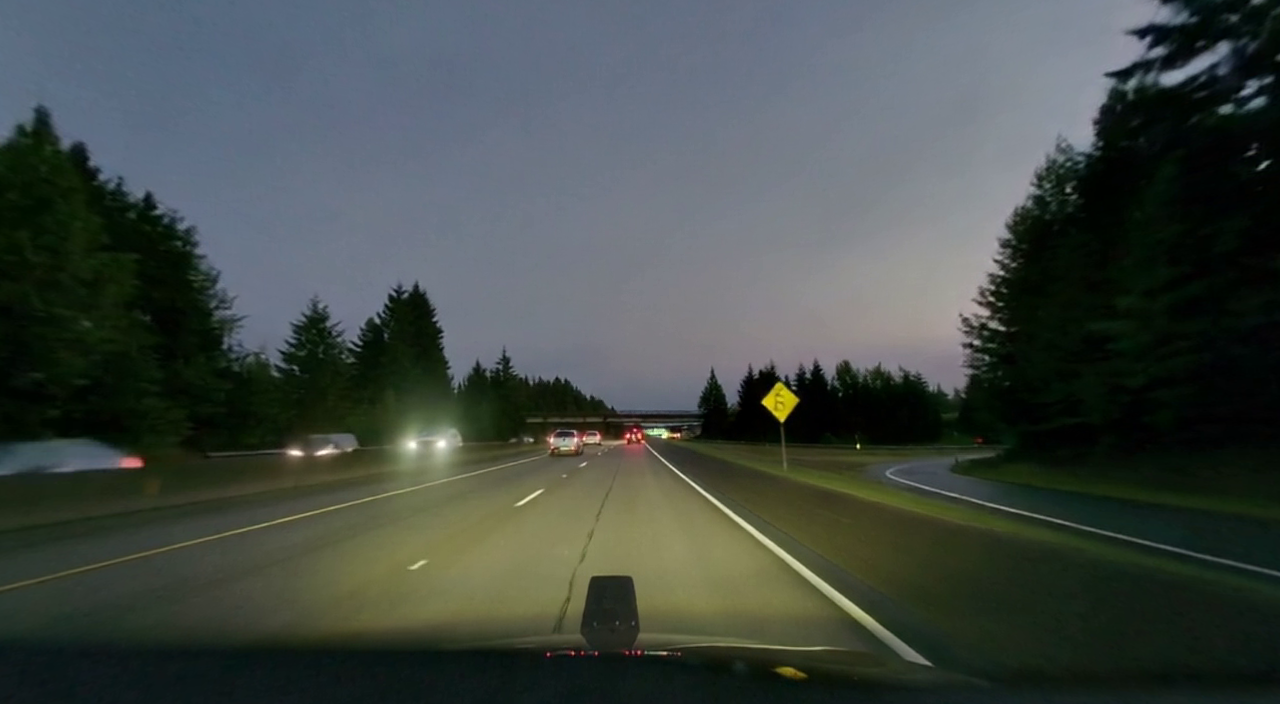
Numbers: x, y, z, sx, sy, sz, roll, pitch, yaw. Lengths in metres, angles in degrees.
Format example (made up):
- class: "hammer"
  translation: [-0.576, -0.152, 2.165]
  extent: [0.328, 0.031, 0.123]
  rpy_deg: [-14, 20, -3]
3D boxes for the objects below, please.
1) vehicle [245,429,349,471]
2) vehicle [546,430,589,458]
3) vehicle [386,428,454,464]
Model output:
- class: "vehicle"
  translation: [-17.075, 4.884, 31.806]
  extent: [2.219, 1.903, 5.502]
  rpy_deg: [0, -8, -1]
- class: "vehicle"
  translation: [-4.367, 5.615, 38.420]
  extent: [2.169, 1.588, 4.264]
  rpy_deg: [0, -8, -1]
- class: "vehicle"
  translation: [-12.622, 5.414, 36.541]
  extent: [2.077, 1.918, 5.331]
  rpy_deg: [0, -8, -1]
